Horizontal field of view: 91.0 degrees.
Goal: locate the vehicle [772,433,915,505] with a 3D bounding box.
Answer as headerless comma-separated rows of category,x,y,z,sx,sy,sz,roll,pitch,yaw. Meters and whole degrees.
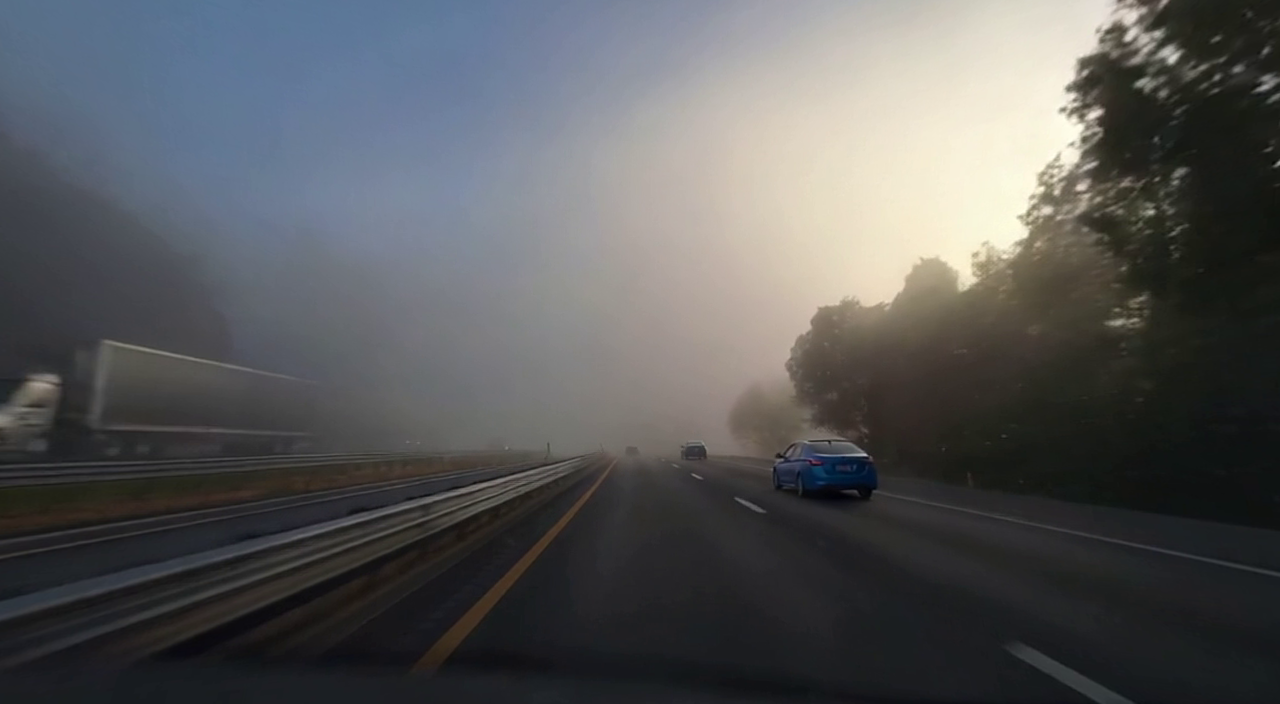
vehicle,4.801,2.809,15.598,2.072,1.528,4.176,0,-8,-1

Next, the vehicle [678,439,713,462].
vehicle,3.783,6.758,43.272,1.945,1.538,3.729,0,-8,-2

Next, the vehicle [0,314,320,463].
vehicle,-18.501,2.154,25.042,3.095,3.950,17.038,0,-8,-2
